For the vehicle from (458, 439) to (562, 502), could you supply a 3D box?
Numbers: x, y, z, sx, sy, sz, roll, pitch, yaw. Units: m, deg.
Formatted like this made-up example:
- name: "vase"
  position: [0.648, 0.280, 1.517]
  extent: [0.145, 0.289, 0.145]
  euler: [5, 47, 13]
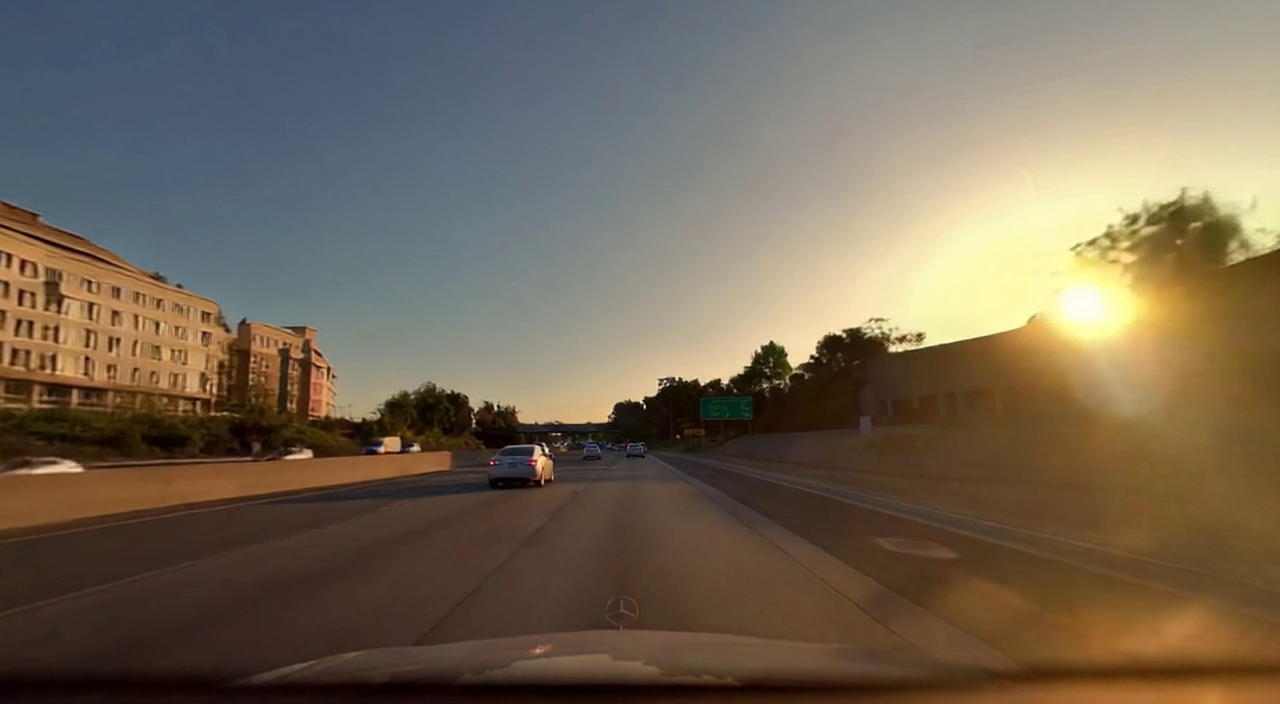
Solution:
- name: "vehicle"
  position: [-3.342, 3.126, 17.056]
  extent: [1.920, 1.463, 4.134]
  euler: [0, -9, 0]
